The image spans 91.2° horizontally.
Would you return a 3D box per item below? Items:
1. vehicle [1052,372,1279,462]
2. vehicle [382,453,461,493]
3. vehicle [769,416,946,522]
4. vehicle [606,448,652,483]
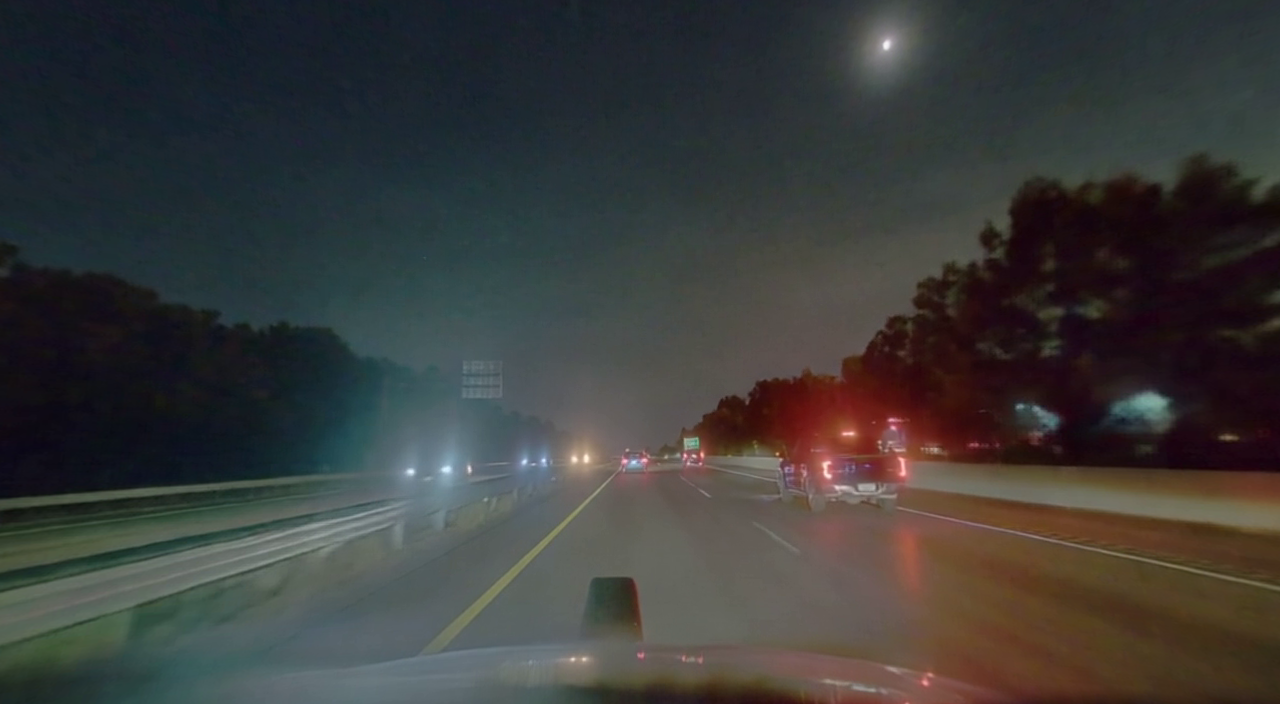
[{"bbox_3d":[28.664,3.959,34.805,2.909,3.998,13.523,-1,-9,3],"label":"vehicle"},{"bbox_3d":[-9.489,5.248,27.549,1.877,1.597,4.092,-1,-9,2],"label":"vehicle"},{"bbox_3d":[4.590,2.574,14.236,2.261,1.952,4.784,0,-9,0],"label":"vehicle"},{"bbox_3d":[-0.467,5.309,29.602,2.029,1.483,3.769,0,-9,1],"label":"vehicle"}]
